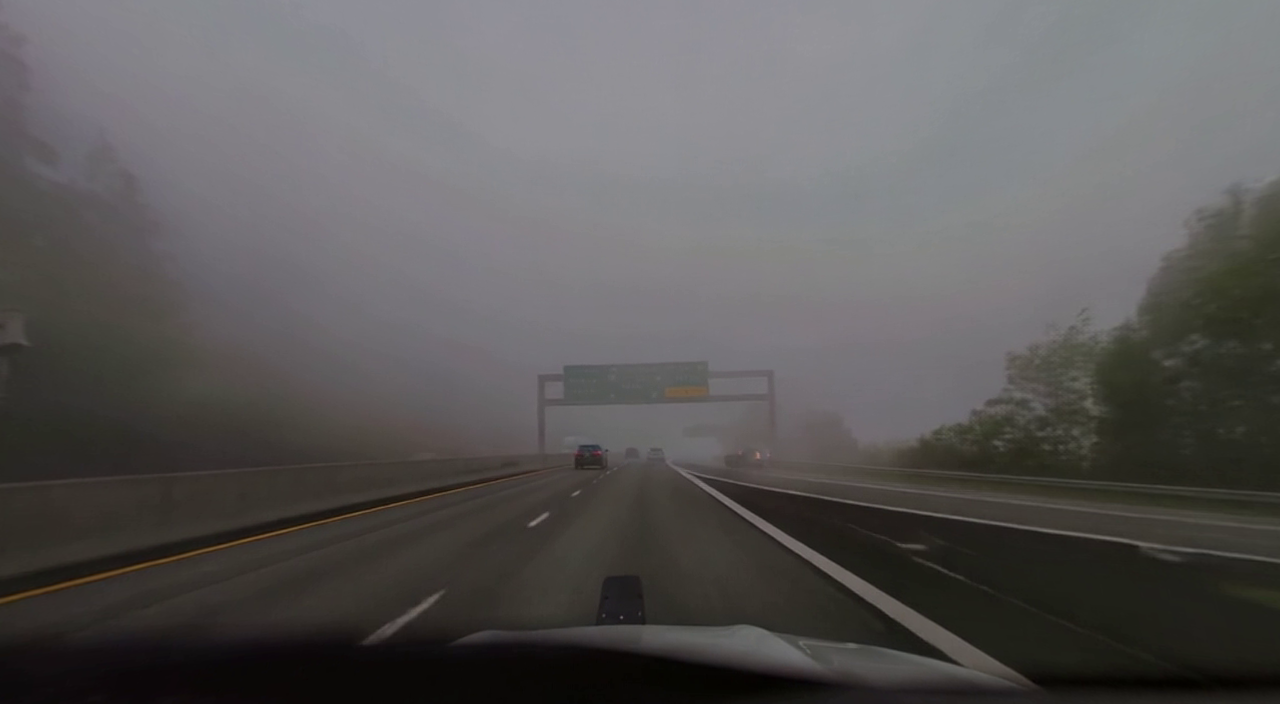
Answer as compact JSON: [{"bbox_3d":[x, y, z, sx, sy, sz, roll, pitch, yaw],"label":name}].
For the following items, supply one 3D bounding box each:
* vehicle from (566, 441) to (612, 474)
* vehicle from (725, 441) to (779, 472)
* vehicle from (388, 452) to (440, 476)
[{"bbox_3d":[-2.714,5.739,34.498,2.037,1.638,4.274,0,-9,1],"label":"vehicle"},{"bbox_3d":[6.279,5.893,35.896,2.021,1.639,4.203,0,-9,-3],"label":"vehicle"},{"bbox_3d":[-15.343,7.621,43.085,1.861,1.466,4.266,0,-9,1],"label":"vehicle"}]
